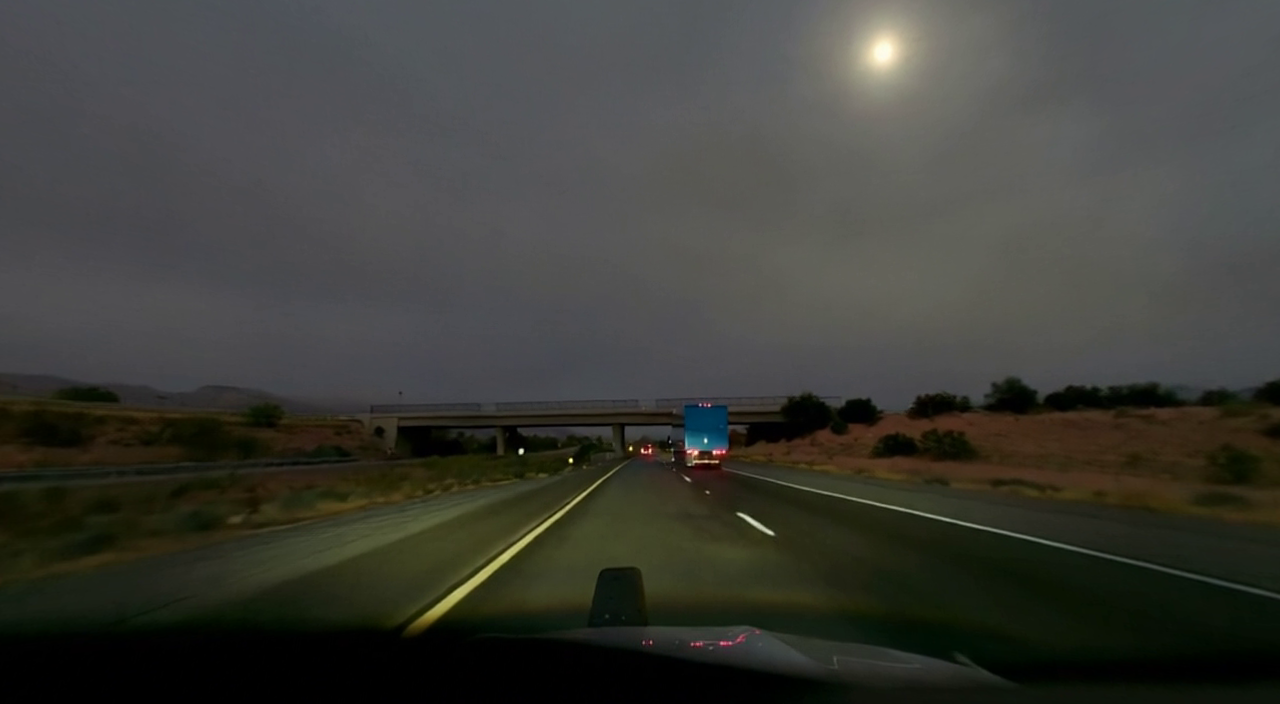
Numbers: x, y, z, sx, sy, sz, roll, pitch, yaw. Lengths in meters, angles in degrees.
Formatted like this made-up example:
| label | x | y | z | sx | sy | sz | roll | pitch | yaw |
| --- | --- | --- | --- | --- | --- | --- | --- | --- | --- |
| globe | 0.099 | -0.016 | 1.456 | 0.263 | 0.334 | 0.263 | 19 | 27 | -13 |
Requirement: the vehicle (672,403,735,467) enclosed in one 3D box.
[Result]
| label | x | y | z | sx | sy | sz | roll | pitch | yaw |
| --- | --- | --- | --- | --- | --- | --- | --- | --- | --- |
| vehicle | 4.109 | 5.771 | 43.097 | 3.024 | 3.834 | 10.128 | 0 | -8 | -1 |
